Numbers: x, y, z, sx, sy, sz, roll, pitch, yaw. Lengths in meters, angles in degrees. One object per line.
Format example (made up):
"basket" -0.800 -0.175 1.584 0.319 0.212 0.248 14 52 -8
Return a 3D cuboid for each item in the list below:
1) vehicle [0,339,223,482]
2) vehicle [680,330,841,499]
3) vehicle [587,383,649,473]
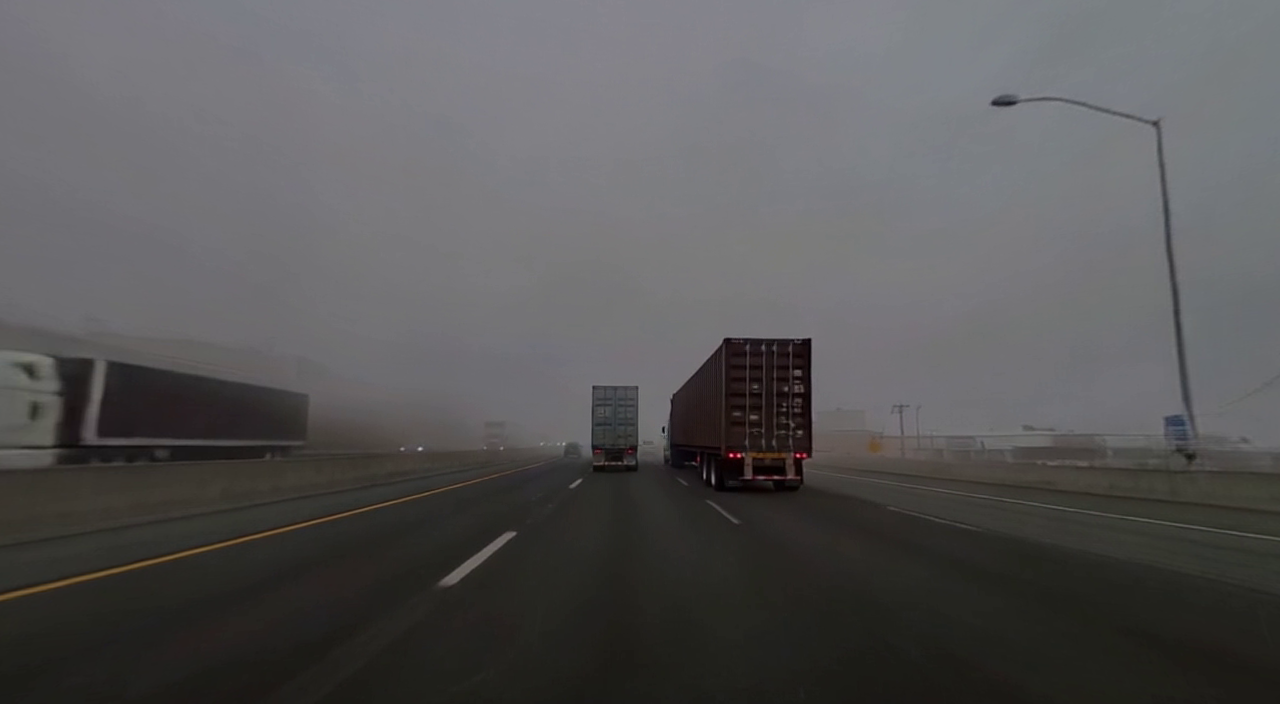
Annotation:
"vehicle" -20.795 2.371 23.074 3.084 4.220 12.355 0 -9 -2
"vehicle" 3.289 2.419 21.684 2.803 4.072 12.744 0 -8 -1
"vehicle" -1.048 4.370 35.047 2.841 4.071 12.046 0 -8 0
